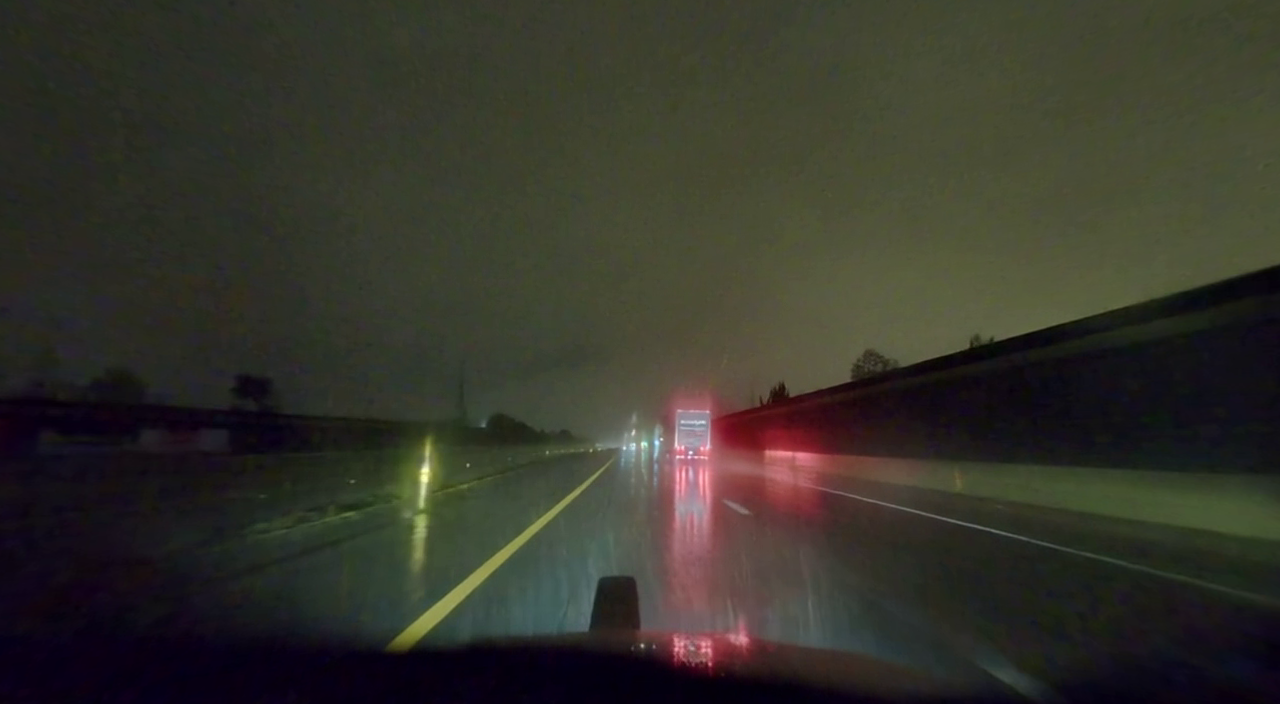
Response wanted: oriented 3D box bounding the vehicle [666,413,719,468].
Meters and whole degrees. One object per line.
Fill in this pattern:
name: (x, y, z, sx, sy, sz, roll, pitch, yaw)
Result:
vehicle: (3.247, 5.765, 40.972, 2.702, 3.193, 7.196, 0, -8, -1)
